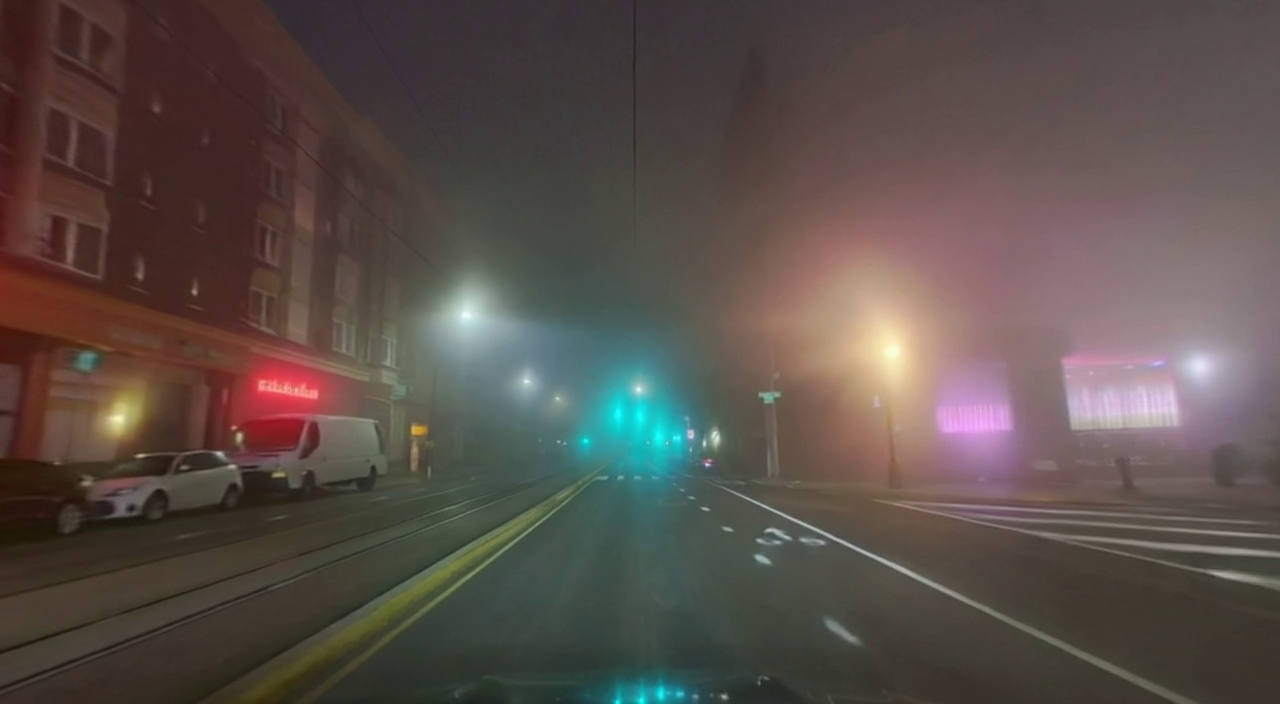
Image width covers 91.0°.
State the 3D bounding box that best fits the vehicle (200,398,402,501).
[{"bbox_3d":[-10.677,3.186,21.038,2.378,2.765,7.920,0,-8,-1],"label":"vehicle"}]

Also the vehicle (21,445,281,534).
[{"bbox_3d":[-10.219,2.840,13.821,1.789,1.484,4.916,-2,-8,0],"label":"vehicle"}]

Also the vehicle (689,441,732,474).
[{"bbox_3d":[3.529,5.312,32.034,1.819,1.546,3.681,-1,-8,1],"label":"vehicle"}]

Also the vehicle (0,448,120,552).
[{"bbox_3d":[-10.098,2.132,8.983,1.897,1.464,4.209,0,-8,-3],"label":"vehicle"}]
